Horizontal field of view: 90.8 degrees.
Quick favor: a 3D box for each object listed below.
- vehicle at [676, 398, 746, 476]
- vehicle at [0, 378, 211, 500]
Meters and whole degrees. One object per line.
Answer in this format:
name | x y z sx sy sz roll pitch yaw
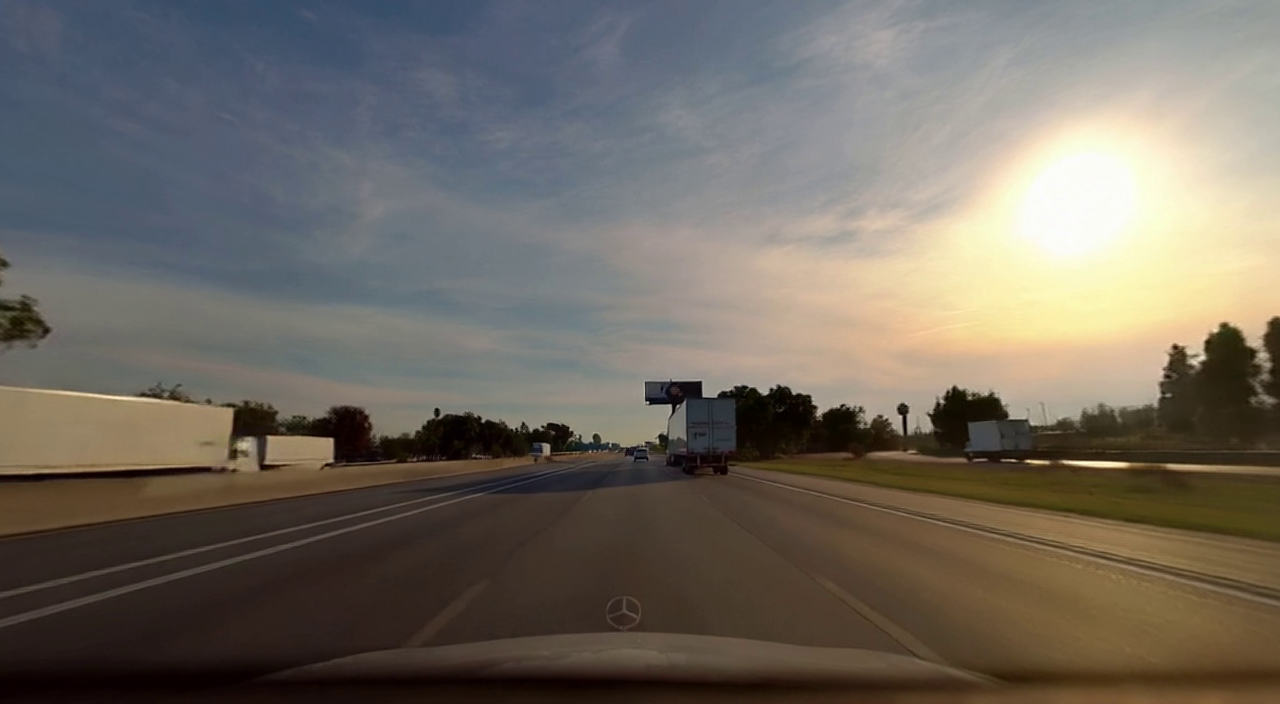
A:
vehicle | 4.329 5.686 41.388 3.058 4.312 12.251 0 -9 0
vehicle | -20.529 2.883 20.744 3.568 3.525 13.475 0 -9 -1
